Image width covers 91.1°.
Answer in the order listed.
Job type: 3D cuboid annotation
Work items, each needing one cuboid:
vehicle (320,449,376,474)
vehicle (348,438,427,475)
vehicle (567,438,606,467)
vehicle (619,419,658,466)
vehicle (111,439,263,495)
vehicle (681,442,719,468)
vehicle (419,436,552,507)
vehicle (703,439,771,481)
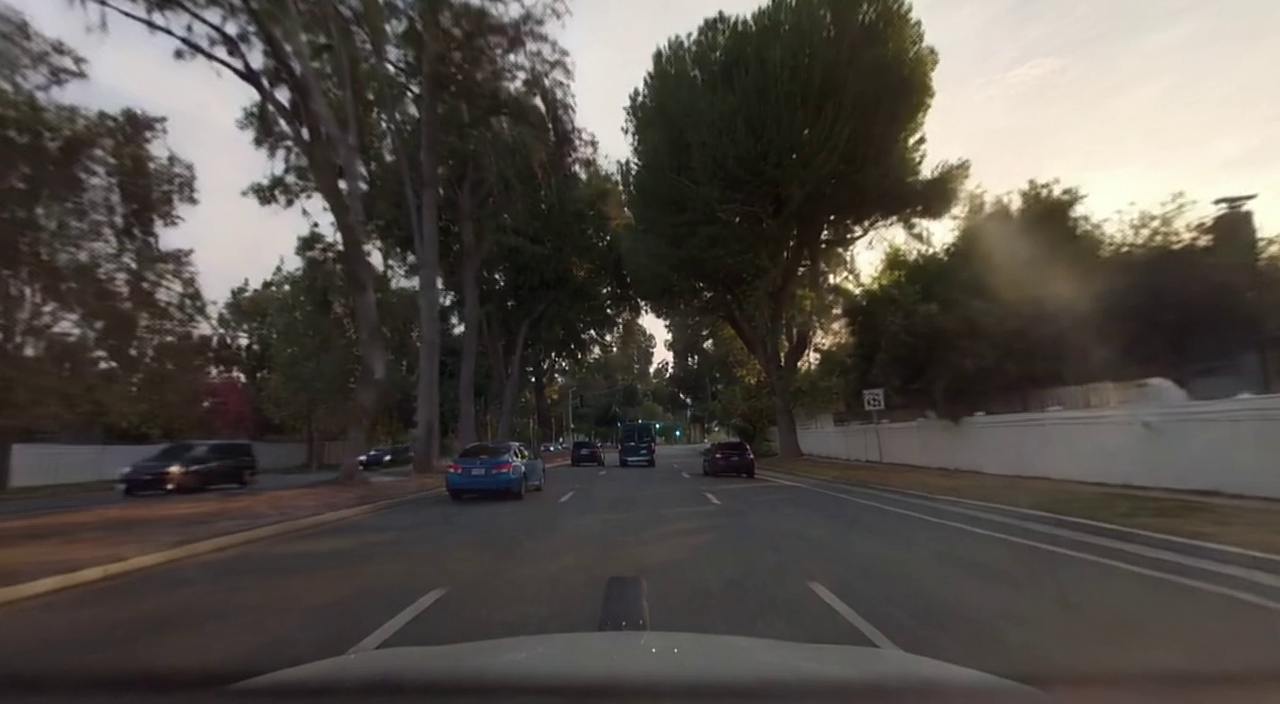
[{"bbox_3d":[-21.299,7.976,45.958,1.944,1.695,4.412,0,-8,0],"label":"vehicle"},{"bbox_3d":[-13.906,5.792,34.980,2.105,1.877,5.373,0,-8,1],"label":"vehicle"},{"bbox_3d":[-3.310,6.257,39.368,2.021,1.715,4.329,0,-8,1],"label":"vehicle"},{"bbox_3d":[-0.044,5.783,40.147,2.311,2.726,5.814,0,-8,1],"label":"vehicle"},{"bbox_3d":[-17.468,4.421,24.634,2.129,1.952,5.079,0,-8,0],"label":"vehicle"},{"bbox_3d":[3.812,6.596,40.441,1.905,1.520,4.340,1,-8,-1],"label":"vehicle"},{"bbox_3d":[-3.586,2.860,15.627,2.036,1.474,4.647,0,-8,1],"label":"vehicle"},{"bbox_3d":[3.638,4.136,24.366,1.945,1.469,4.258,0,-8,0],"label":"vehicle"}]
